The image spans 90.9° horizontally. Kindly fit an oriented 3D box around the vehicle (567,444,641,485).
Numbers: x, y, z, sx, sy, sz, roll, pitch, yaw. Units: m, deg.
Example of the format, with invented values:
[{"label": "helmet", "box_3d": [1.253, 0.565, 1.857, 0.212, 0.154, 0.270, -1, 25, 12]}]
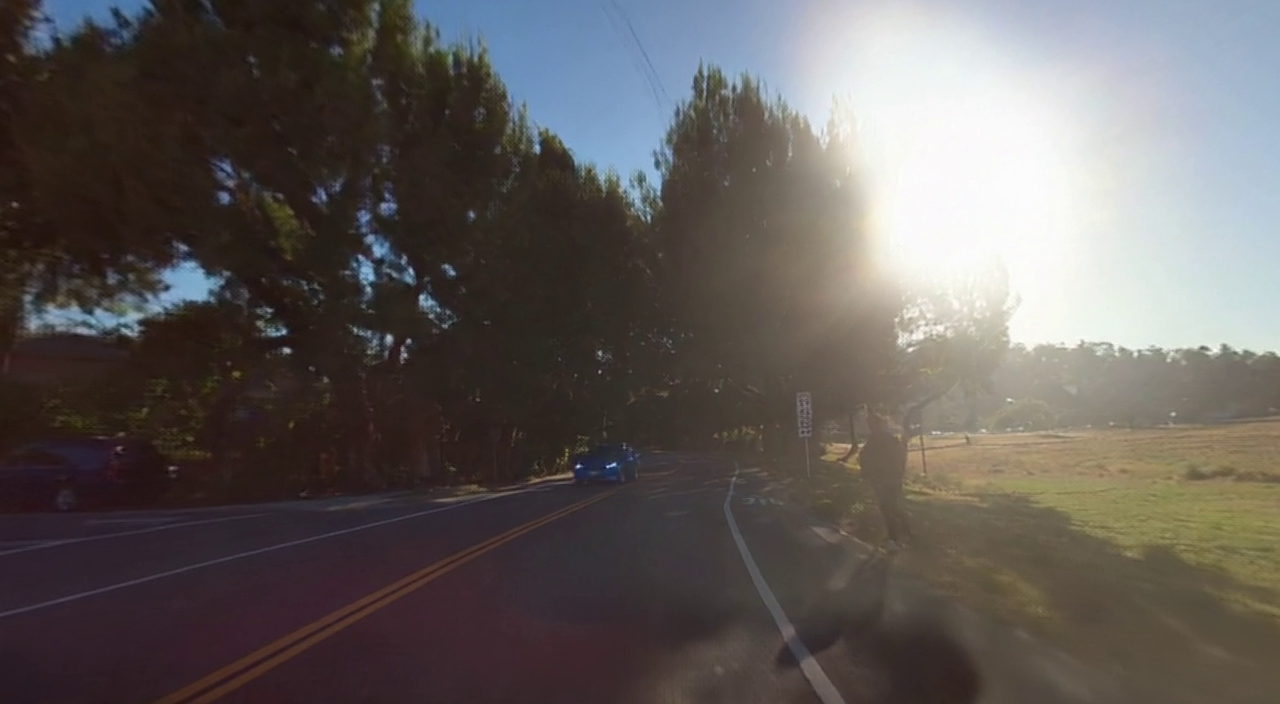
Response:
[{"label": "vehicle", "box_3d": [-1.356, 4.507, 25.633, 2.190, 1.499, 4.209, -1, -9, 8]}]
